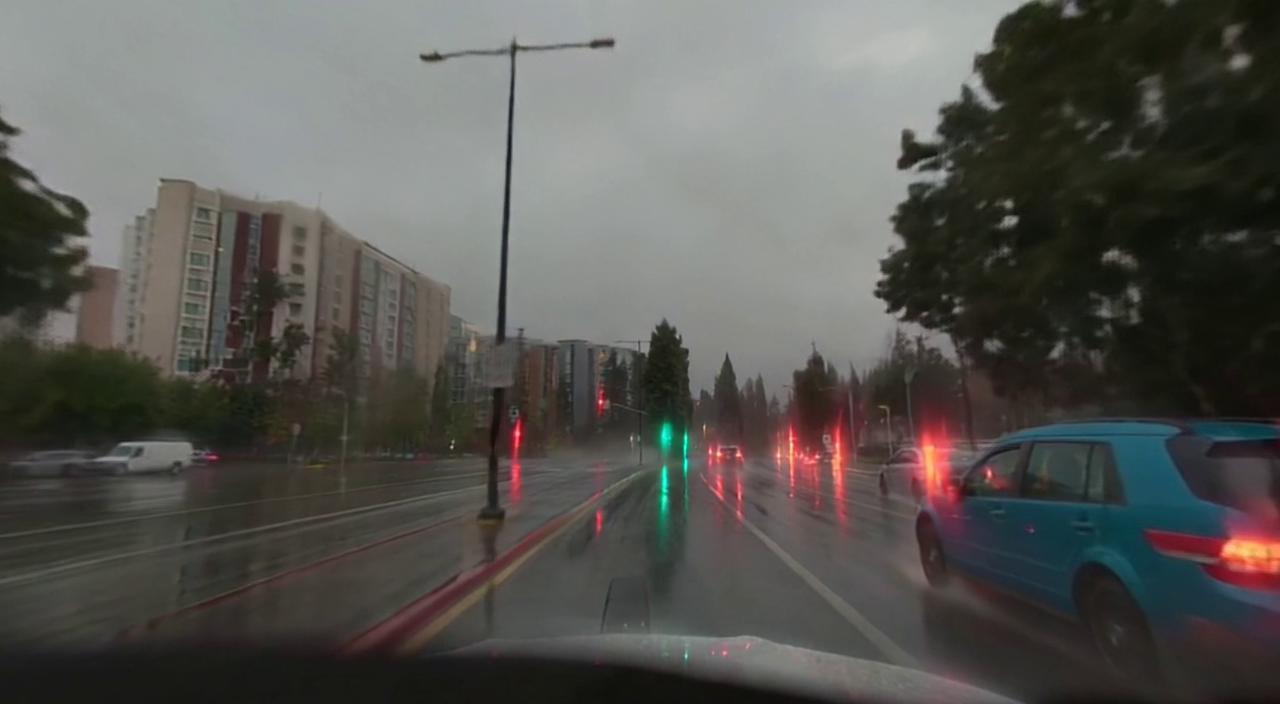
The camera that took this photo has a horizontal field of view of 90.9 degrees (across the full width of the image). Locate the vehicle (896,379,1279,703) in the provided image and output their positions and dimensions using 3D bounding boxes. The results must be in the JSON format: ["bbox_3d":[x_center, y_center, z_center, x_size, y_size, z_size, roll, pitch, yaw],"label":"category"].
[{"bbox_3d":[3.461,1.188,4.168,1.901,1.634,3.952,0,-9,1],"label":"vehicle"}]

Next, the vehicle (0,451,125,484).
[{"bbox_3d":[-26.791,5.321,29.160,4.384,1.416,1.969,-1,-9,7],"label":"vehicle"}]

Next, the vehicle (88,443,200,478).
[{"bbox_3d":[-26.227,5.723,33.402,4.378,1.744,1.981,-1,-9,6],"label":"vehicle"}]

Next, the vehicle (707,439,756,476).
[{"bbox_3d":[4.848,5.648,34.061,2.154,1.844,4.634,0,-9,3],"label":"vehicle"}]
